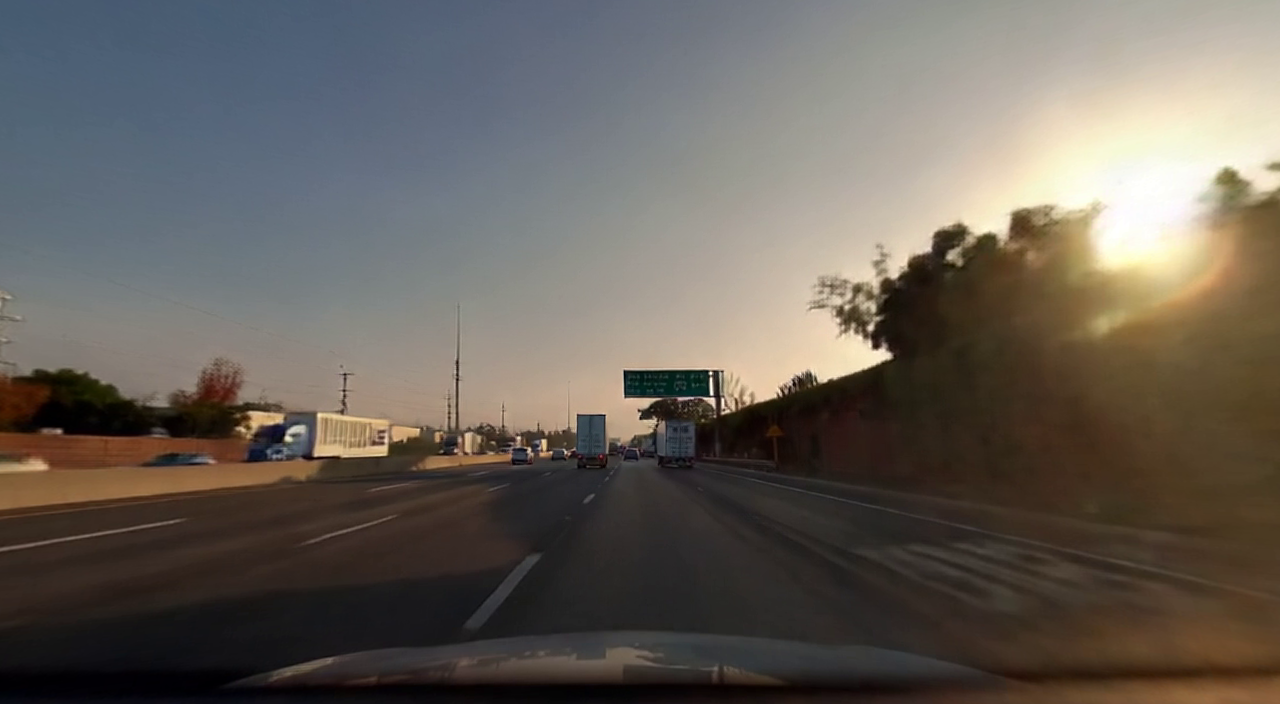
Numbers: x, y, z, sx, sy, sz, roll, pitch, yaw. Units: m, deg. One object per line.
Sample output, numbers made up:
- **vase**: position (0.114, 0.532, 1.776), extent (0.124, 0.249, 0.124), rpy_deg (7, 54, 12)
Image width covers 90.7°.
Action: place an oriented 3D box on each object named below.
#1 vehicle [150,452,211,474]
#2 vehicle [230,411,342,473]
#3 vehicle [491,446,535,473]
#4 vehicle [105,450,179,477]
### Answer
- **vehicle**: position (-30.432, 7.356, 42.012), extent (1.517, 1.361, 3.423), rpy_deg (0, -9, -2)
- **vehicle**: position (-23.645, 6.127, 42.950), extent (3.008, 3.765, 8.086), rpy_deg (0, -9, -1)
- **vehicle**: position (-8.164, 6.929, 40.979), extent (2.132, 1.679, 4.045), rpy_deg (0, -9, -3)
- **vehicle**: position (-26.958, 6.015, 34.350), extent (1.447, 1.339, 3.236), rpy_deg (-1, -9, -2)
